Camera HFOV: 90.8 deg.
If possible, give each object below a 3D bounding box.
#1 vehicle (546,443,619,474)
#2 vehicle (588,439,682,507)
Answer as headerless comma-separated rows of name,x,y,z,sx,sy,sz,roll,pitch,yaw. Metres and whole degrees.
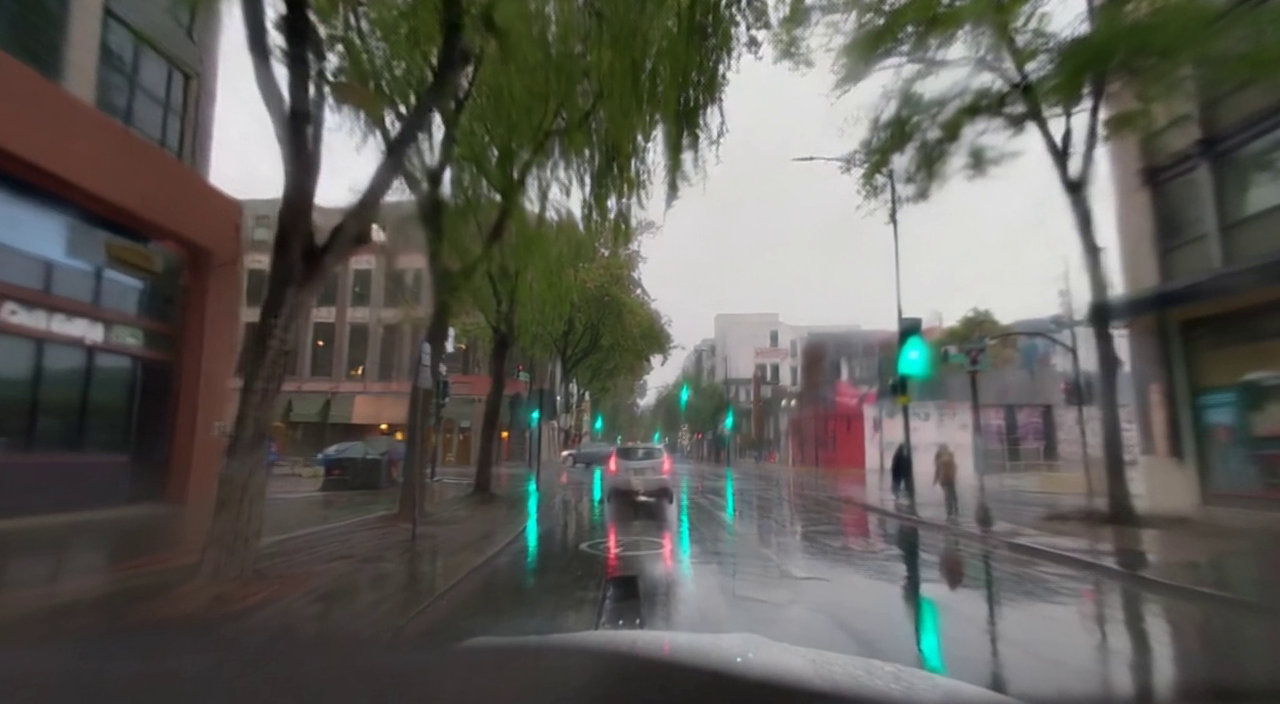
vehicle,-3.124,5.581,33.283,1.871,1.468,4.627,5,-10,-33
vehicle,-0.146,3.057,16.440,2.106,1.482,4.459,0,-9,-1
